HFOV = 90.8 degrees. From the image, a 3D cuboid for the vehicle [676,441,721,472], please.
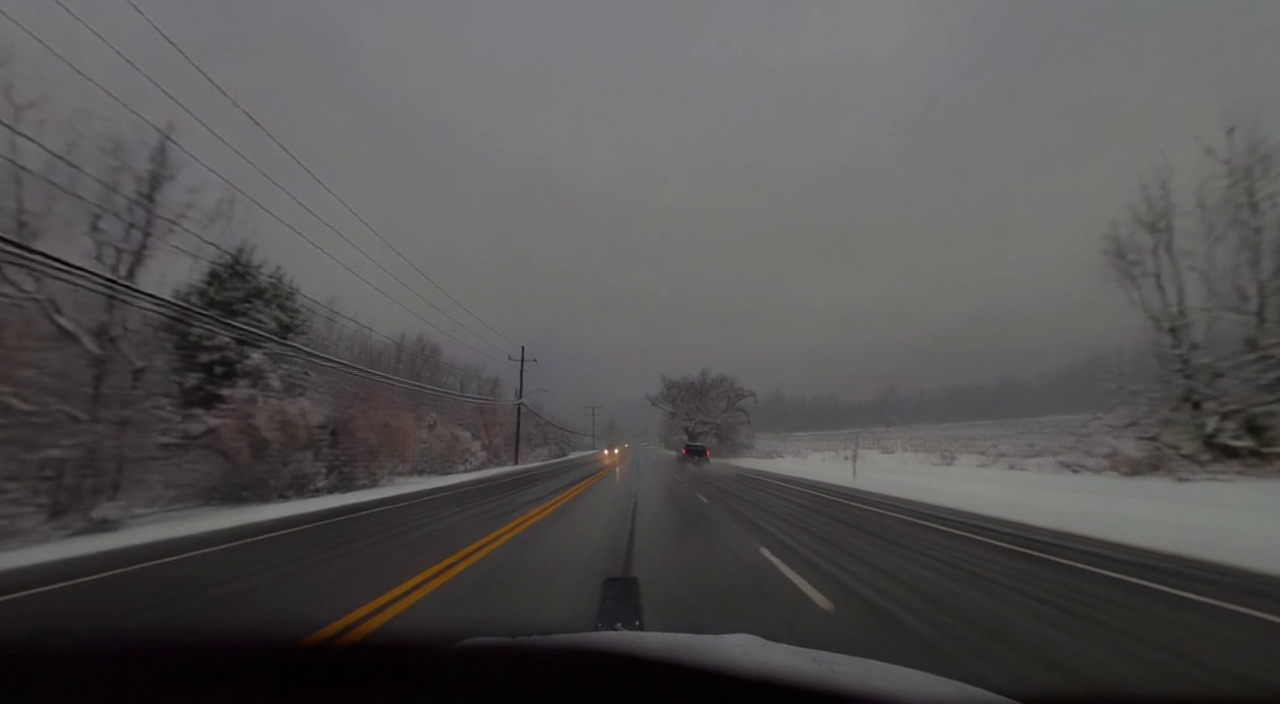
[{"bbox_3d":[3.321,6.030,36.623,2.135,1.692,4.185,0,-9,-2],"label":"vehicle"}]
